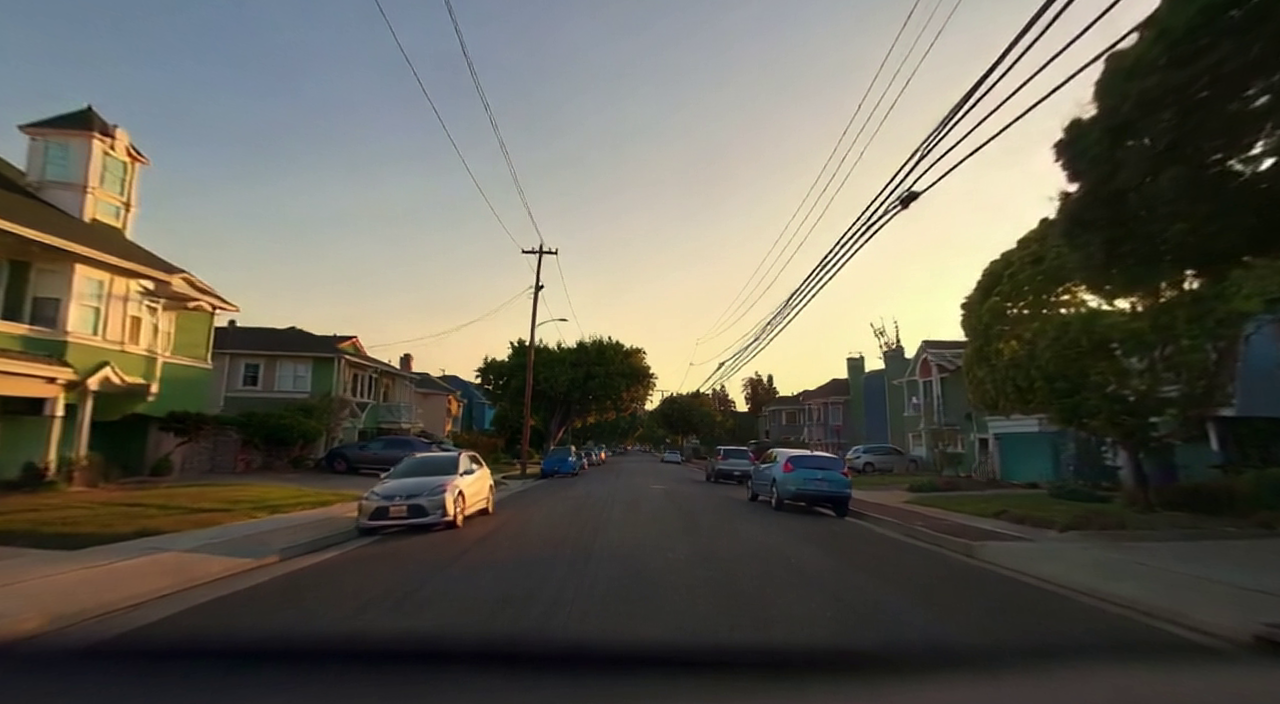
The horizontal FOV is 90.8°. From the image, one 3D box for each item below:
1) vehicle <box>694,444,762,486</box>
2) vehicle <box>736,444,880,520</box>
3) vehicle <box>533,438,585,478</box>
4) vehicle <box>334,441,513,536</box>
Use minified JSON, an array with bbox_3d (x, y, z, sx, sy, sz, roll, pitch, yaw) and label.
[{"bbox_3d":[3.458,4.553,25.723,2.019,1.536,4.405,0,-9,-2],"label":"vehicle"},{"bbox_3d":[3.658,2.904,14.768,1.862,1.452,4.737,0,-9,-3],"label":"vehicle"},{"bbox_3d":[-4.109,5.501,32.992,2.057,1.887,5.053,0,-9,0],"label":"vehicle"},{"bbox_3d":[-3.867,2.493,12.250,1.971,1.460,4.523,0,-9,-2],"label":"vehicle"}]
